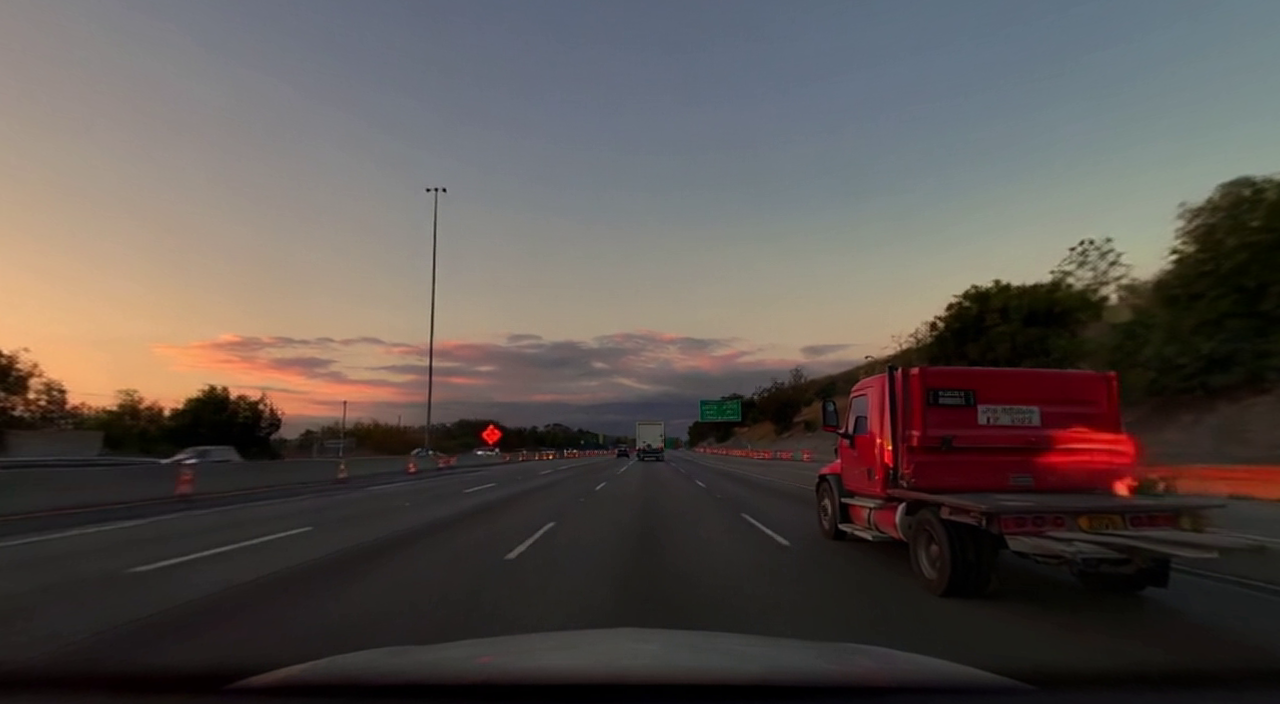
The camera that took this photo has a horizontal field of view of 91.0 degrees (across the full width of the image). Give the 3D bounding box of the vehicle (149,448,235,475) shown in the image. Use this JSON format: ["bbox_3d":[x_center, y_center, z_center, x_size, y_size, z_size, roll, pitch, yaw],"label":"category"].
[{"bbox_3d":[-26.469,6.446,37.414,1.859,1.484,4.516,0,-9,-1],"label":"vehicle"}]
